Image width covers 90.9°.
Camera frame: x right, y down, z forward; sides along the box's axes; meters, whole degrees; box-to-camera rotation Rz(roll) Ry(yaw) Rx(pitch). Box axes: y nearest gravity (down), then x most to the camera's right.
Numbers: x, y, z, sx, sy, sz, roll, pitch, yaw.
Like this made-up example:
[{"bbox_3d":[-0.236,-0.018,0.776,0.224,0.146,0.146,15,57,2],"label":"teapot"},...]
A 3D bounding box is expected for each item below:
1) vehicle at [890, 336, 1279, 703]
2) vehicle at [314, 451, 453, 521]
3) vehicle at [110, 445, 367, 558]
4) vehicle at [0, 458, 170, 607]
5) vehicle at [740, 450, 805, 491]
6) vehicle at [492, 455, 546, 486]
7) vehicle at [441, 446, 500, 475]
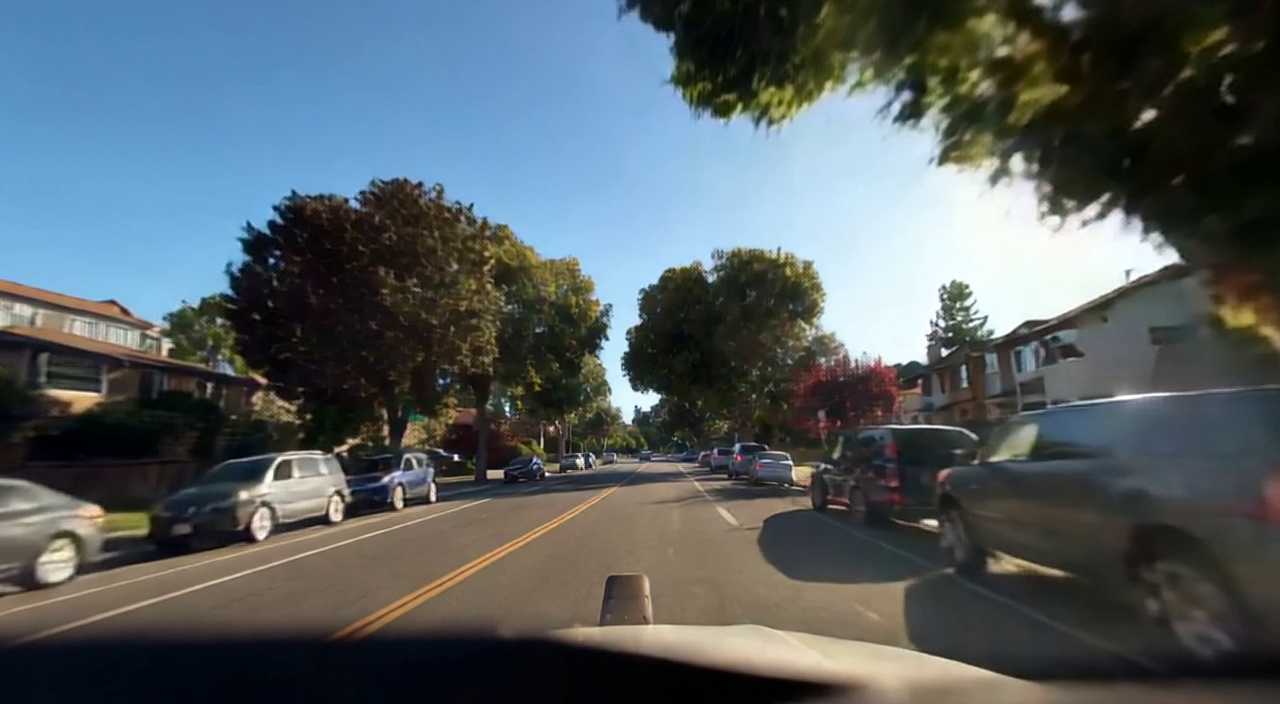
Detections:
[{"bbox_3d":[4.416,1.178,4.962,2.434,1.948,6.400,0,-8,2],"label":"vehicle"},{"bbox_3d":[-7.204,3.761,18.325,1.996,1.628,4.603,-1,-8,2],"label":"vehicle"},{"bbox_3d":[-7.426,2.739,12.407,1.973,1.755,4.528,-1,-8,1],"label":"vehicle"},{"bbox_3d":[-7.591,1.907,6.509,1.948,1.477,4.518,-2,-9,1],"label":"vehicle"},{"bbox_3d":[5.177,4.656,25.142,1.704,1.445,4.492,0,-8,1],"label":"vehicle"},{"bbox_3d":[-6.524,6.407,34.443,1.903,1.463,4.526,-1,-8,2],"label":"vehicle"},{"bbox_3d":[-12.303,7.857,45.794,3.513,1.829,1.976,-1,-7,12],"label":"vehicle"}]
